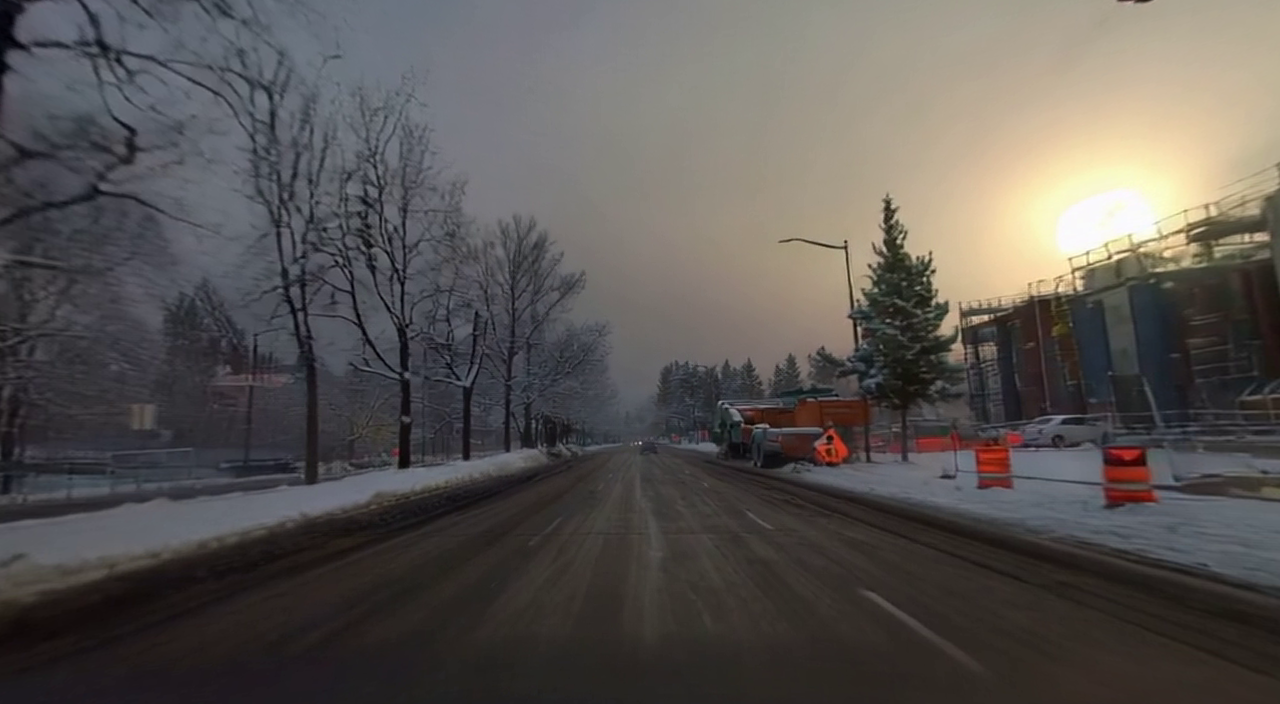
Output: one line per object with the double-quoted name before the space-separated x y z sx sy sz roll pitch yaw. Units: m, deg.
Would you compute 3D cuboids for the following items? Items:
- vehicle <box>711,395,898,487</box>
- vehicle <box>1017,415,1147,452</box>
"vehicle" 5.944 3.479 24.520 3.060 2.963 7.552 3 -9 -22
"vehicle" 25.527 4.788 36.661 2.420 1.790 5.514 0 -8 -34
